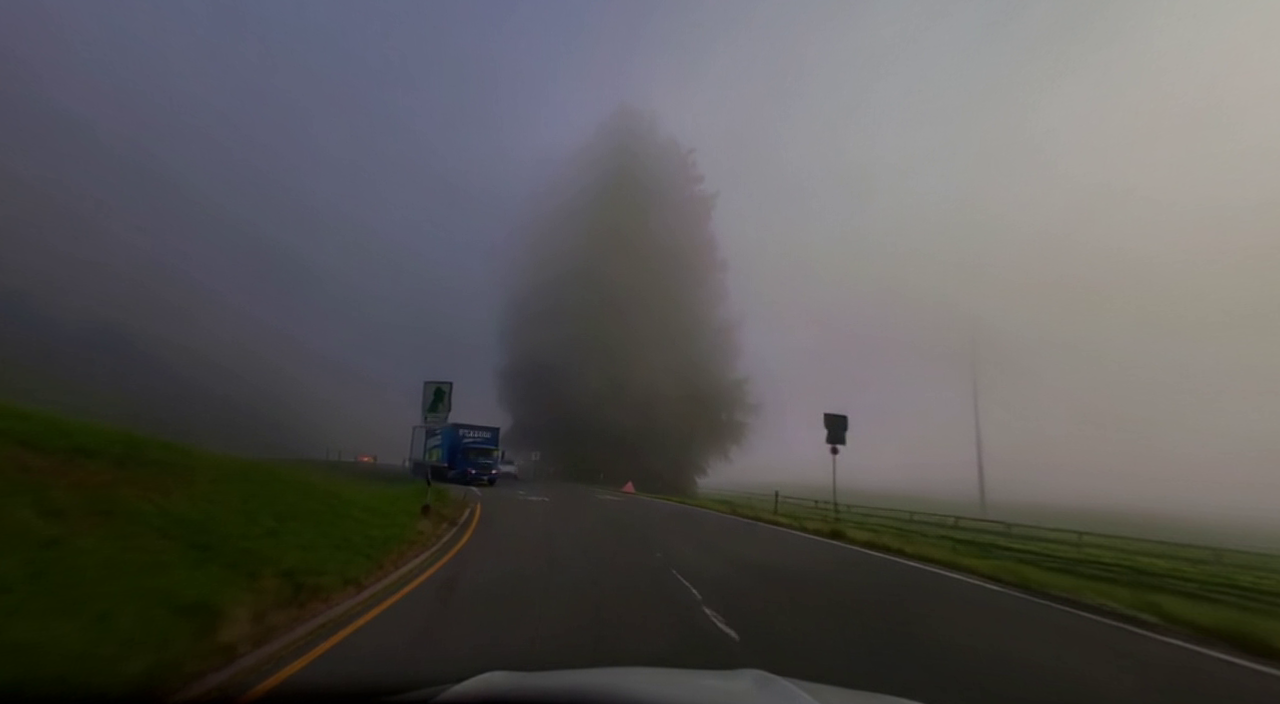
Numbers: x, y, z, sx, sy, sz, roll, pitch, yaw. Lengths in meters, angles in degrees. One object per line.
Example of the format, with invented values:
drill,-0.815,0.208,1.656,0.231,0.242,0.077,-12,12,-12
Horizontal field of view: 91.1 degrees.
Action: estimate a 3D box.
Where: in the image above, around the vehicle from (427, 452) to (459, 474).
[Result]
vehicle,-15.048,8.488,47.826,2.039,1.536,3.648,4,-11,-19
